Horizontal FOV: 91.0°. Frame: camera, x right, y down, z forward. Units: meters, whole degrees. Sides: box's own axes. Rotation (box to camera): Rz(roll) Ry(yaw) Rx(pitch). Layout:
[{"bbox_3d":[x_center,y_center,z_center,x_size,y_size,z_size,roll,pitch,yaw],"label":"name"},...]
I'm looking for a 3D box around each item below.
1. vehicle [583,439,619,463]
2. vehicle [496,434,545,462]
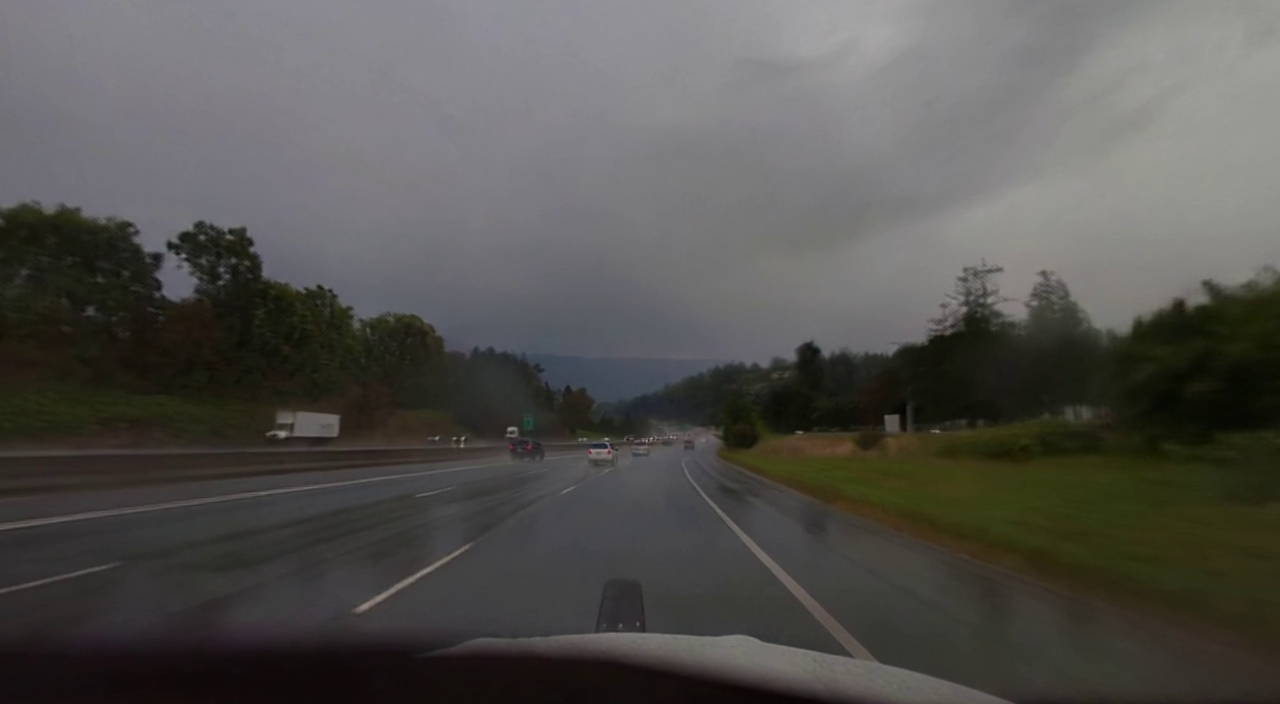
[{"bbox_3d":[-2.758,7.129,45.387,2.035,1.673,4.469,0,-9,4],"label":"vehicle"},{"bbox_3d":[-9.057,7.314,48.130,2.264,1.980,5.574,0,-9,4],"label":"vehicle"}]
